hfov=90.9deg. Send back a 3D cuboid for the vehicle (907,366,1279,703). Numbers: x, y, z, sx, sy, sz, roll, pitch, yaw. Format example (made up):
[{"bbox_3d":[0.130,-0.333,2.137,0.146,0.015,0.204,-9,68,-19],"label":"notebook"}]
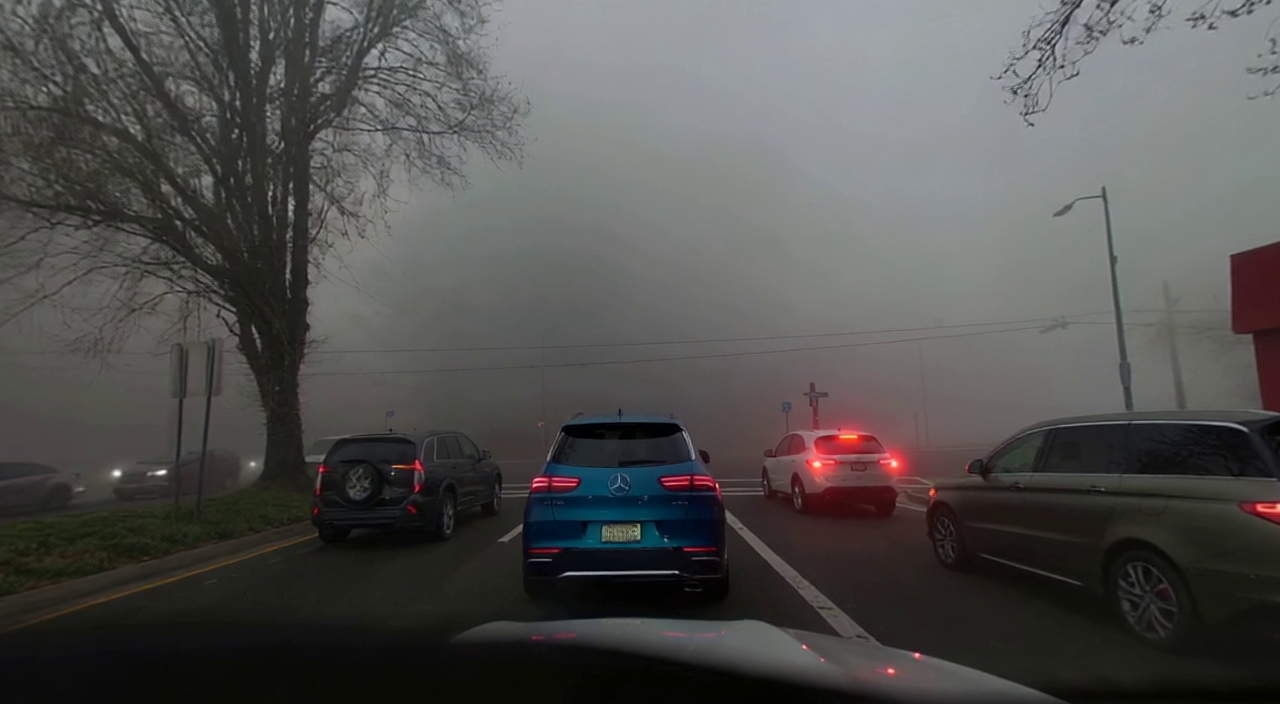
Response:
[{"bbox_3d":[4.156,1.264,5.389,2.014,1.740,4.515,0,-8,4],"label":"vehicle"}]

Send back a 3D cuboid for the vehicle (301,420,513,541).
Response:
[{"bbox_3d":[-3.759,2.148,11.172,2.012,1.701,4.316,0,-8,1],"label":"vehicle"}]

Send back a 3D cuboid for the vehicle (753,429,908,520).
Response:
[{"bbox_3d":[3.677,2.428,12.968,1.847,1.554,3.885,0,-8,-2],"label":"vehicle"}]

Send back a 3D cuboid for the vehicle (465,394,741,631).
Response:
[{"bbox_3d":[-0.152,1.470,6.727,2.022,1.700,4.084,0,-8,4],"label":"vehicle"}]

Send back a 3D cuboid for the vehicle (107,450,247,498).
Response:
[{"bbox_3d":[-15.741,4.133,21.728,1.774,1.468,3.863,0,-8,1],"label":"vehicle"}]
